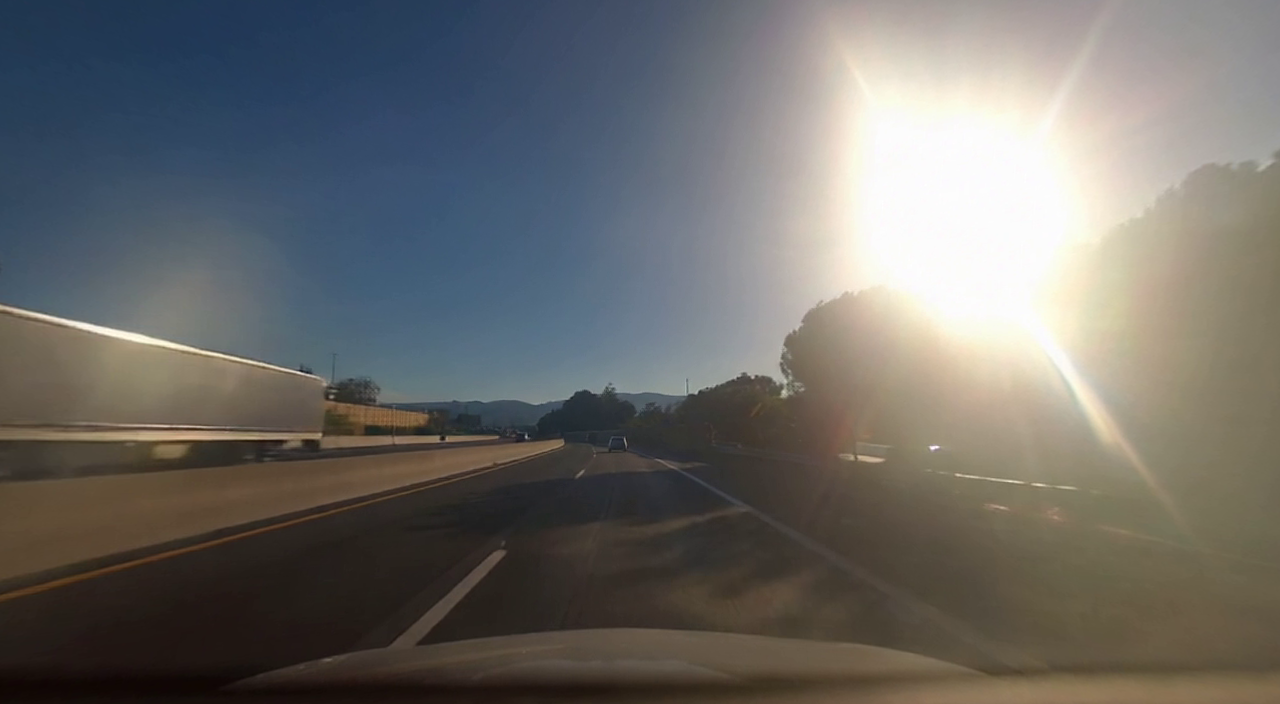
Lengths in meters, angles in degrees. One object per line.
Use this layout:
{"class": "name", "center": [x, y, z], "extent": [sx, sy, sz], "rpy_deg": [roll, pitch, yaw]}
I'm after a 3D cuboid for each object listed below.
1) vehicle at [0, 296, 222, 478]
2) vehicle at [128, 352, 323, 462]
{"class": "vehicle", "center": [-16.817, 1.120, 17.221], "extent": [2.953, 4.309, 11.639], "rpy_deg": [0, -8, -1]}
{"class": "vehicle", "center": [-17.037, 2.512, 26.887], "extent": [2.869, 4.000, 7.977], "rpy_deg": [0, -8, -1]}
